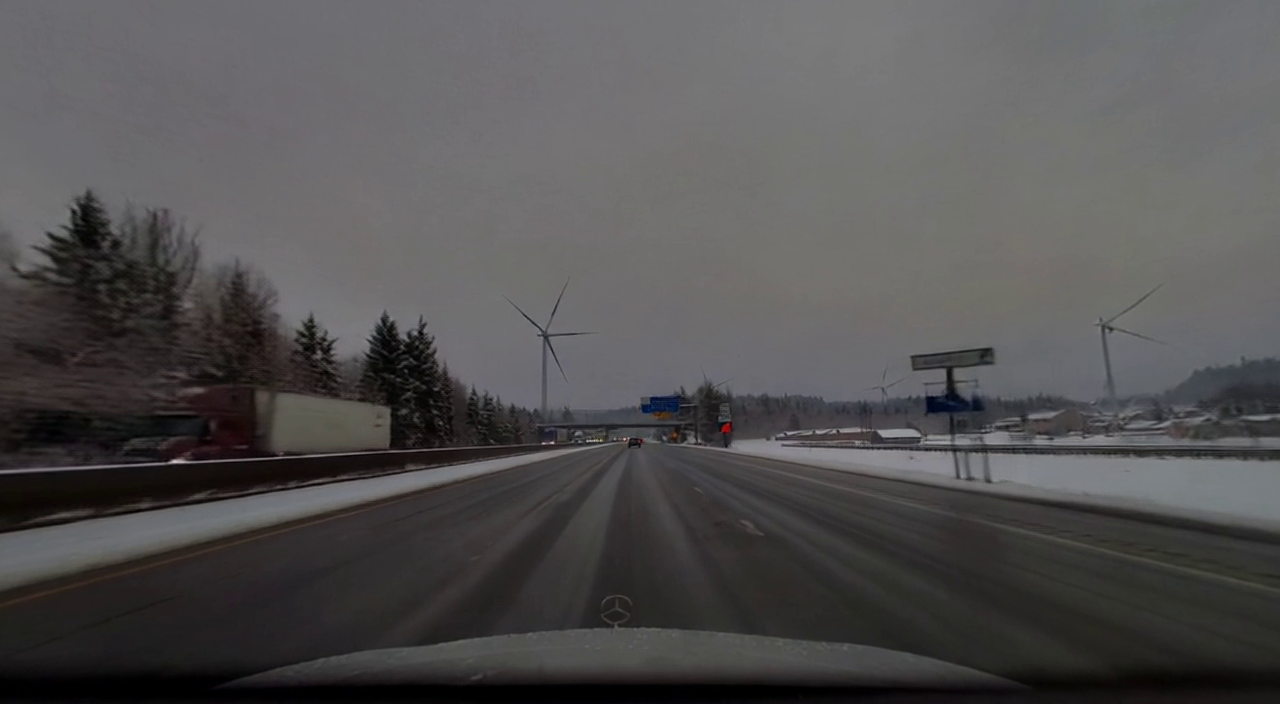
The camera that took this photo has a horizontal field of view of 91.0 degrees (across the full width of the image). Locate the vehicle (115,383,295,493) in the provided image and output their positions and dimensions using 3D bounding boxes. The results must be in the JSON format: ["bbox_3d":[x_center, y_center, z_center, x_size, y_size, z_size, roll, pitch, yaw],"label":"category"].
[{"bbox_3d":[-17.193,3.489,25.506,3.021,3.900,5.847,0,-8,-1],"label":"vehicle"}]
